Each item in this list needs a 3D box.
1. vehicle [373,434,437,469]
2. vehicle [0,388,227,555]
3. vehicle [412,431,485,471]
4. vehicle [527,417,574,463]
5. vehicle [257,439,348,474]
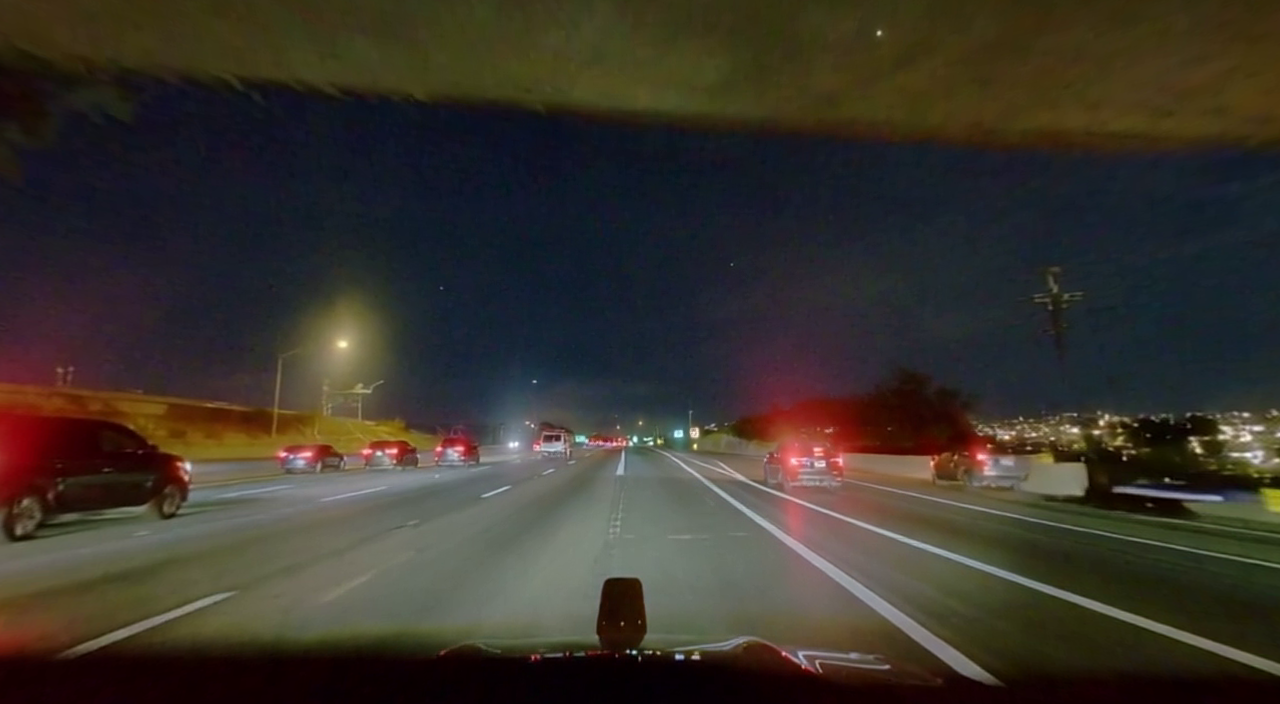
[{"bbox_3d":[-12.634,5.360,34.019,1.900,1.726,4.236,0,-8,-2],"label":"vehicle"},{"bbox_3d":[-8.665,1.663,9.124,2.179,1.948,4.618,0,-8,-1],"label":"vehicle"},{"bbox_3d":[-9.209,4.805,30.611,2.109,1.784,4.709,0,-8,-1],"label":"vehicle"},{"bbox_3d":[-5.951,5.980,42.602,2.301,2.843,6.458,0,-8,-1],"label":"vehicle"},{"bbox_3d":[-15.846,4.921,29.762,1.863,1.499,4.455,0,-8,-1],"label":"vehicle"}]
